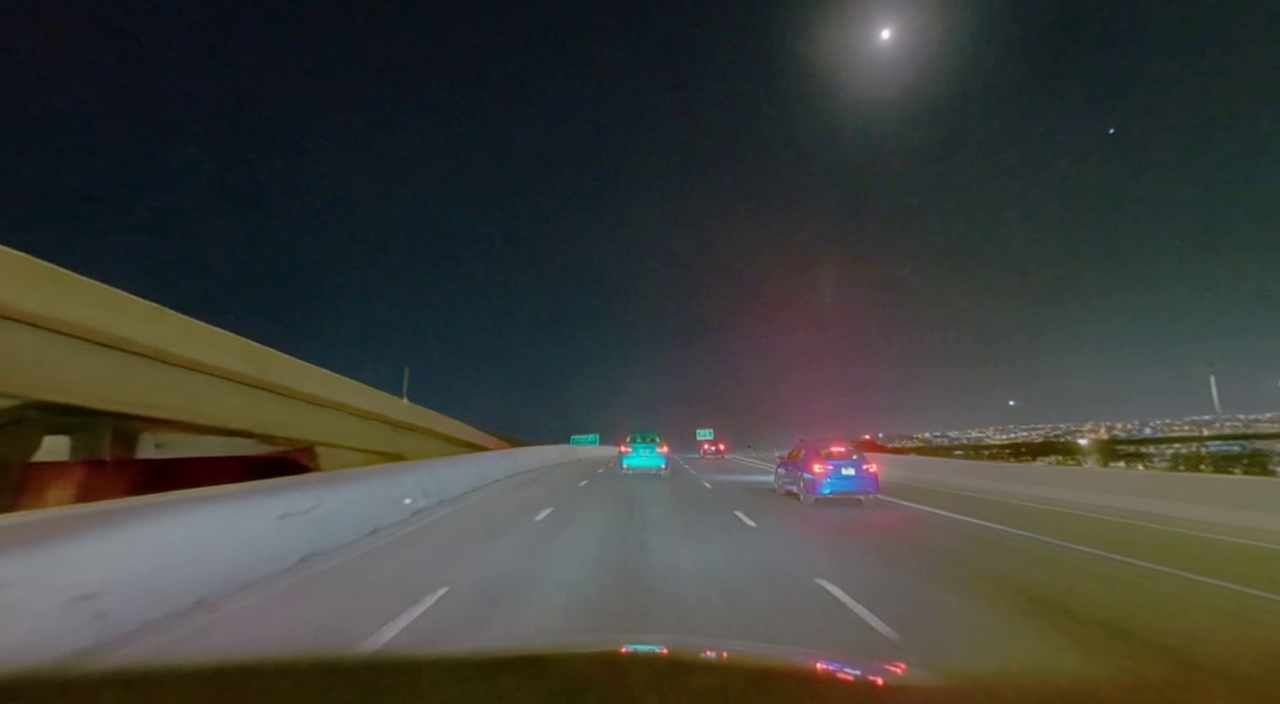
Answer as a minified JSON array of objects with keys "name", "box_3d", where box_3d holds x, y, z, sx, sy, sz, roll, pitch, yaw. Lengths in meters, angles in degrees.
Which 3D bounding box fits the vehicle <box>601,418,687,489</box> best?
[{"name":"vehicle","box_3d":[0.144,3.007,19.022,2.264,1.841,4.583,0,-8,1]}]

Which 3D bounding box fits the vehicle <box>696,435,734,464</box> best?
[{"name":"vehicle","box_3d":[4.721,6.174,40.151,2.047,1.700,4.069,0,-8,3]}]

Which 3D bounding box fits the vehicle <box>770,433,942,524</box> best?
[{"name":"vehicle","box_3d":[4.057,2.426,12.662,2.047,1.500,4.017,0,-8,0]}]
